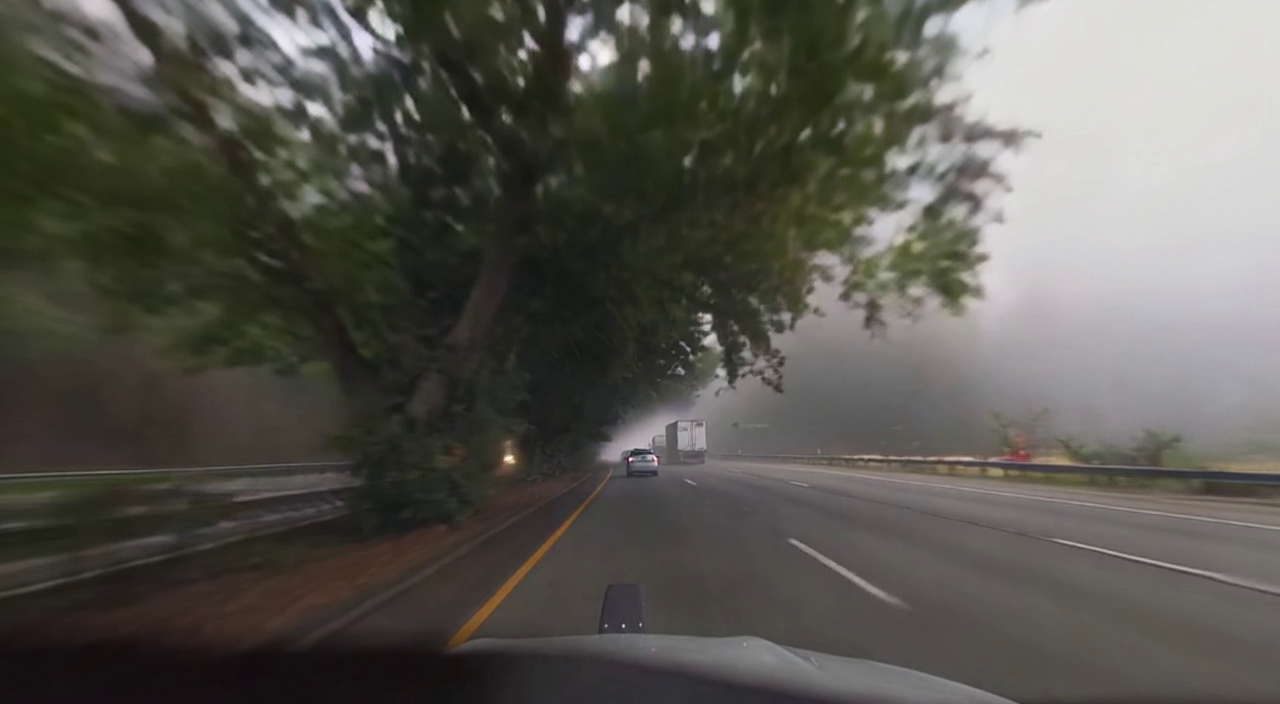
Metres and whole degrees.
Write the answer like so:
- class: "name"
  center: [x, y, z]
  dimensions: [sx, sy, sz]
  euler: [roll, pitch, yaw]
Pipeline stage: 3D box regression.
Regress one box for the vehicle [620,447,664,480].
- class: "vehicle"
  center: [0.076, 5.481, 31.338]
  dimensions: [2.069, 1.523, 4.012]
  euler: [0, -9, 0]
